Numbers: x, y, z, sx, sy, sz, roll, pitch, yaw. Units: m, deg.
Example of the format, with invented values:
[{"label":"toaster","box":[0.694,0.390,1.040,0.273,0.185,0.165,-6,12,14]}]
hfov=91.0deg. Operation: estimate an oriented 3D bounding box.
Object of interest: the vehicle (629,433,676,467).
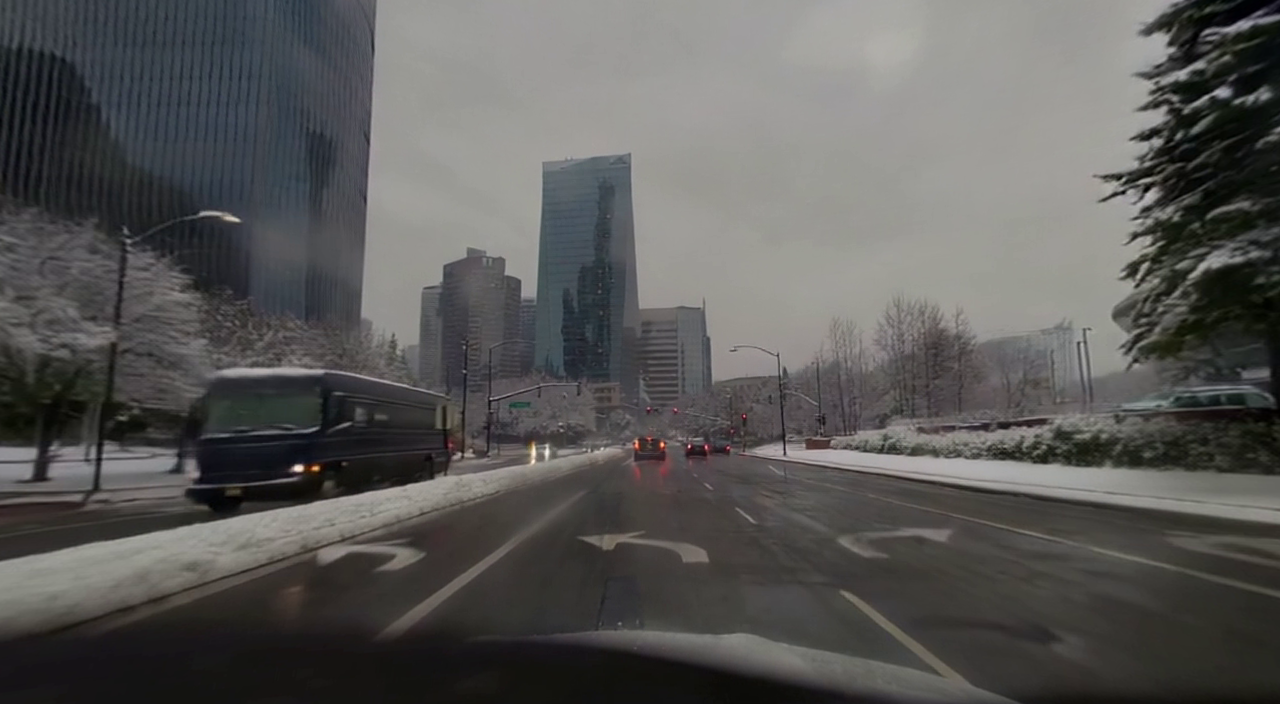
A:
[{"label":"vehicle","box":[0.704,5.813,37.530,2.601,1.878,4.535,0,-9,0]}]

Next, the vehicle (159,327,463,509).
[{"label":"vehicle","box":[-8.668,2.245,19.271,3.065,3.928,11.252,0,-9,1]}]
